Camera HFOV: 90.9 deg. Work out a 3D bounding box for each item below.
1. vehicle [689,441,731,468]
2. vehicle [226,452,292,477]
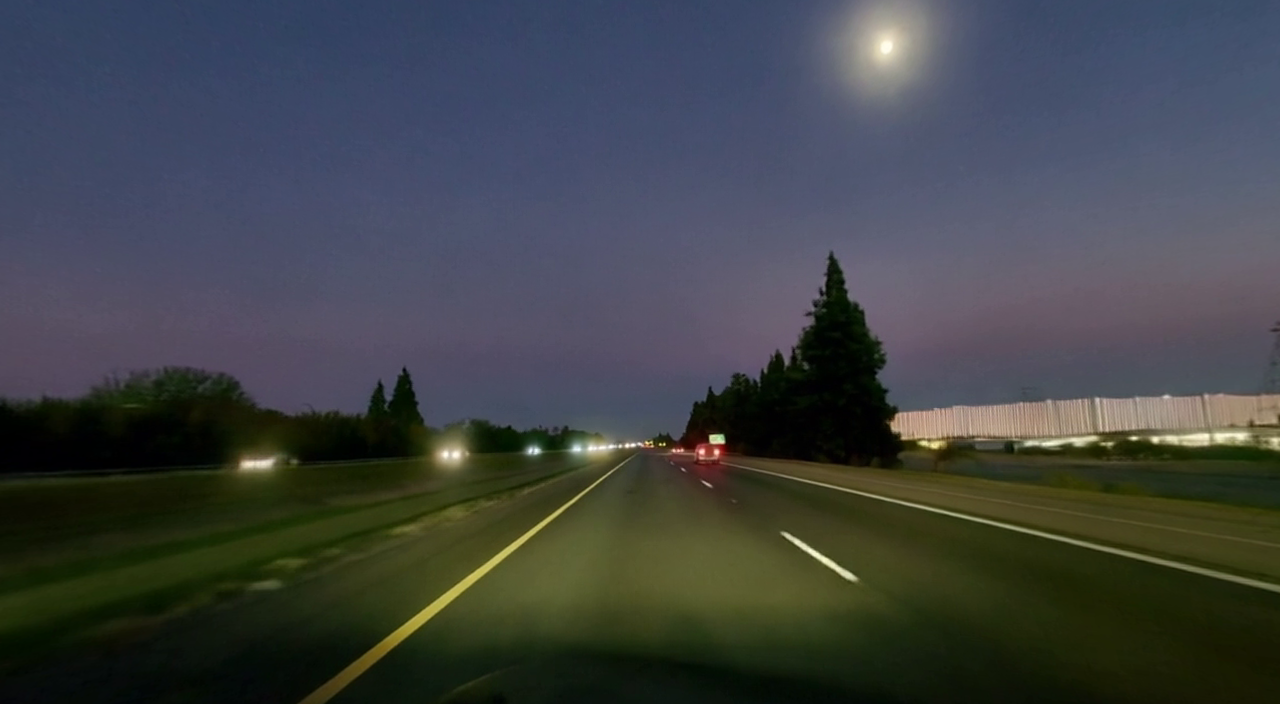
[{"bbox_3d":[4.216,6.232,38.498,2.062,1.518,4.026,0,-8,-1],"label":"vehicle"},{"bbox_3d":[-27.602,8.112,45.849,1.906,1.658,4.584,0,-8,1],"label":"vehicle"}]
